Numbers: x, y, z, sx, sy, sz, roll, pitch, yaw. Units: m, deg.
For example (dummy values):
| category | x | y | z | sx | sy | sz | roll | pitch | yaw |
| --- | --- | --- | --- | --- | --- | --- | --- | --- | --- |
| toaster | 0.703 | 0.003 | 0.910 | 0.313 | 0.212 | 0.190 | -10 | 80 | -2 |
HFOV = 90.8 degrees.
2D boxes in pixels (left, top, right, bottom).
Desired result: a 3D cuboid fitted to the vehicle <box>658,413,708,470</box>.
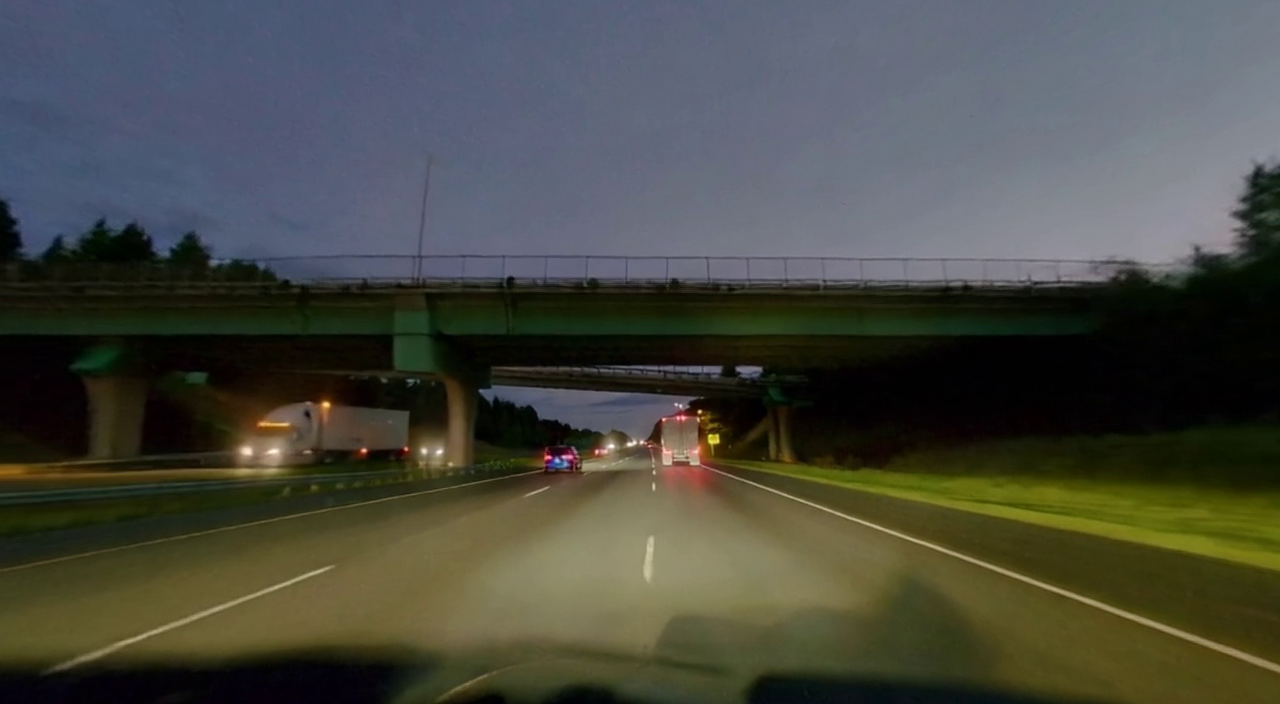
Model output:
| category | x | y | z | sx | sy | sz | roll | pitch | yaw |
| --- | --- | --- | --- | --- | --- | --- | --- | --- | --- |
| vehicle | 3.136 | 7.056 | 49.476 | 2.943 | 3.830 | 12.409 | 0 | -9 | 0 |

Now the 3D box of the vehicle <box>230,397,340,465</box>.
| category | x | y | z | sx | sy | sz | roll | pitch | yaw |
| --- | --- | --- | --- | --- | --- | --- | --- | --- | --- |
| vehicle | -22.008 | 5.017 | 39.630 | 2.992 | 3.914 | 6.177 | -1 | -9 | 2 |

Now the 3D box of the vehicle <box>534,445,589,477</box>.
| category | x | y | z | sx | sy | sz | roll | pitch | yaw |
| --- | --- | --- | --- | --- | --- | --- | --- | --- | --- |
| vehicle | -3.935 | 5.562 | 32.414 | 2.038 | 1.489 | 4.603 | -1 | -9 | 3 |
